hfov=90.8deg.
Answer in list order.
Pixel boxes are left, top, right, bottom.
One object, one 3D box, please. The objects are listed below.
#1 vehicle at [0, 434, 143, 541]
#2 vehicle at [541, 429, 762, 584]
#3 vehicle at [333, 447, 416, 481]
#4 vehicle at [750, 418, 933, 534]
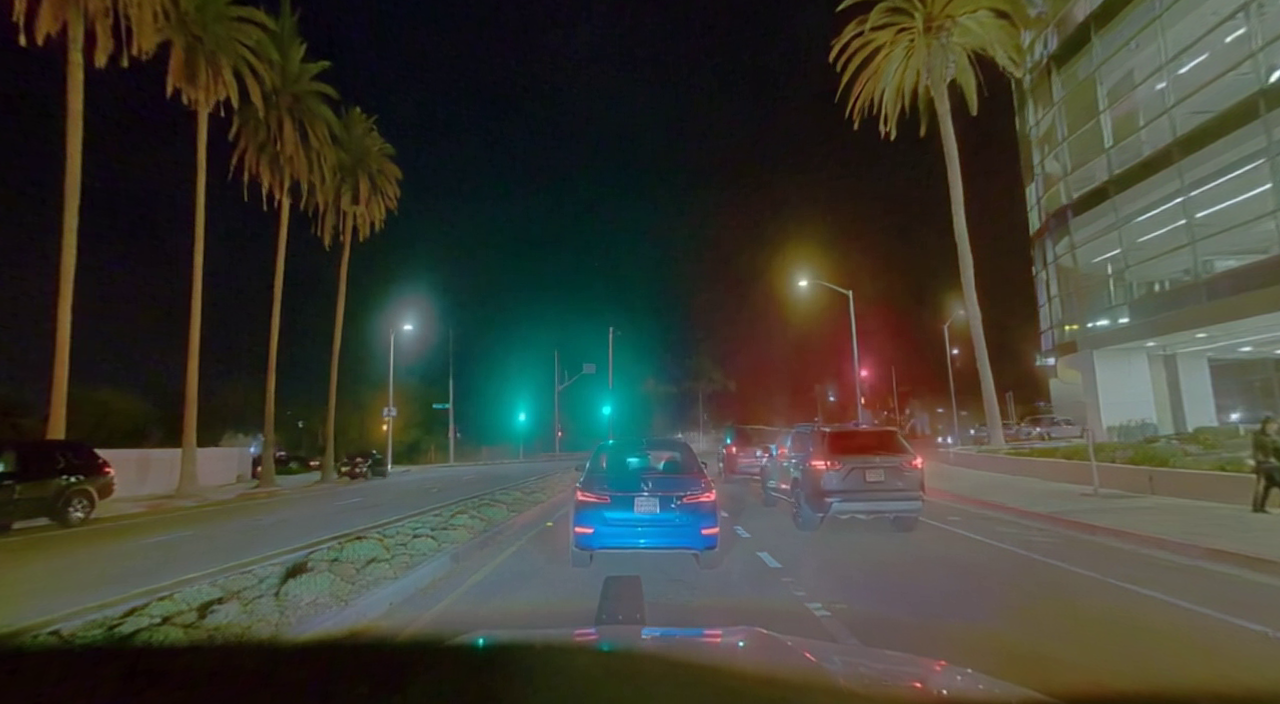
[{"bbox_3d":[-13.056,2.719,12.290,2.240,1.964,5.707,-6,-8,0],"label":"vehicle"},{"bbox_3d":[0.149,1.772,8.070,2.088,1.452,3.993,0,-8,1],"label":"vehicle"},{"bbox_3d":[-13.194,5.568,31.722,1.965,1.507,4.725,-1,-8,2],"label":"vehicle"},{"bbox_3d":[3.413,2.189,11.732,2.003,1.733,4.319,0,-8,1],"label":"vehicle"}]
